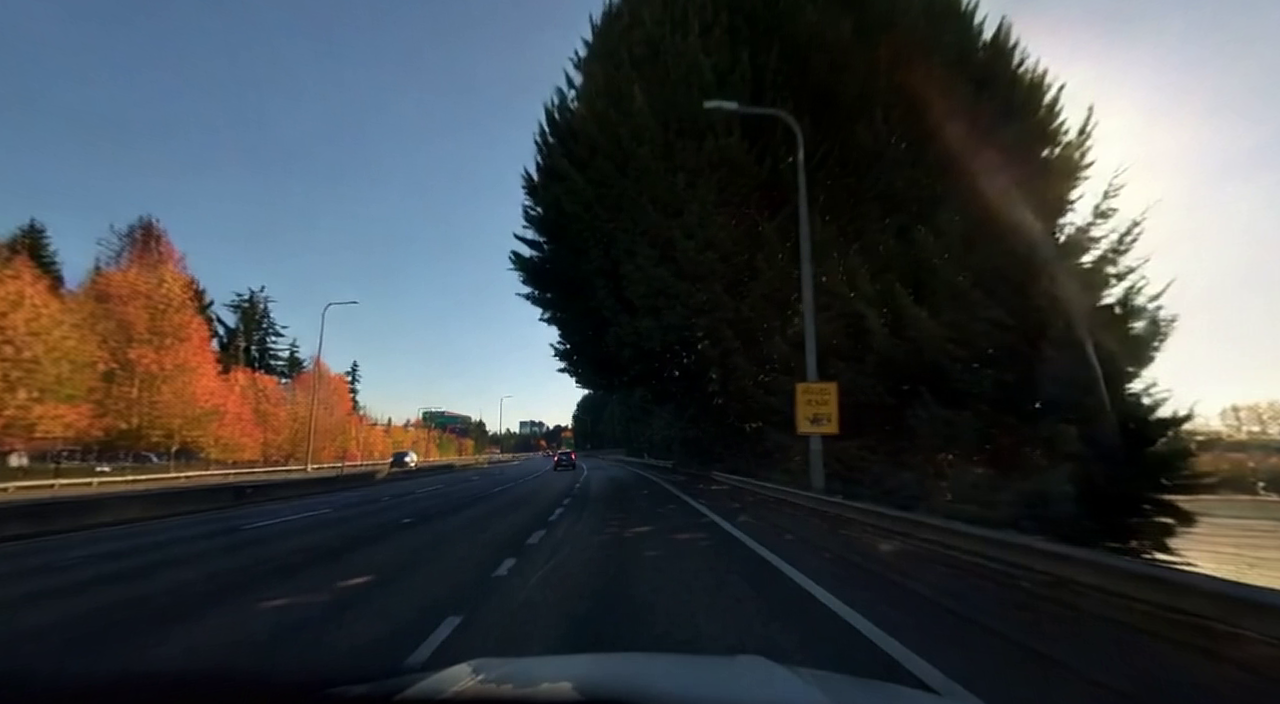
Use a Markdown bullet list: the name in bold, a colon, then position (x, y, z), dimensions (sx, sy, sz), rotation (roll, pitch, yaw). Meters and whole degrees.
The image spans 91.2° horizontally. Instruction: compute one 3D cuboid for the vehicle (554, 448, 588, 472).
- **vehicle**: position (-4.943, 7.772, 45.352), dimensions (2.248, 1.619, 3.848), rotation (0, -9, -4)
